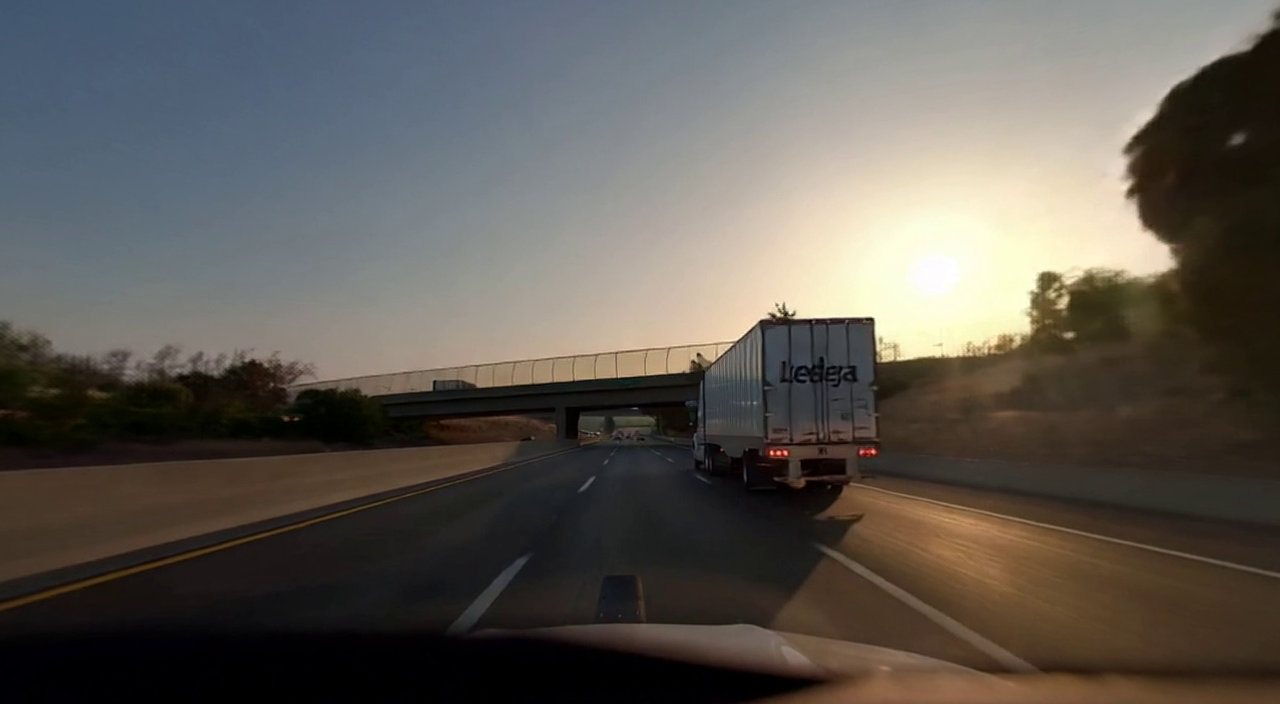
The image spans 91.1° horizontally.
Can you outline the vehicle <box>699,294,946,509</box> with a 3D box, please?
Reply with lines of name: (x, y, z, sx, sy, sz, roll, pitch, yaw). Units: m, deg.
vehicle: (4.035, 1.833, 18.737, 2.920, 4.029, 13.900, 0, -8, -1)
